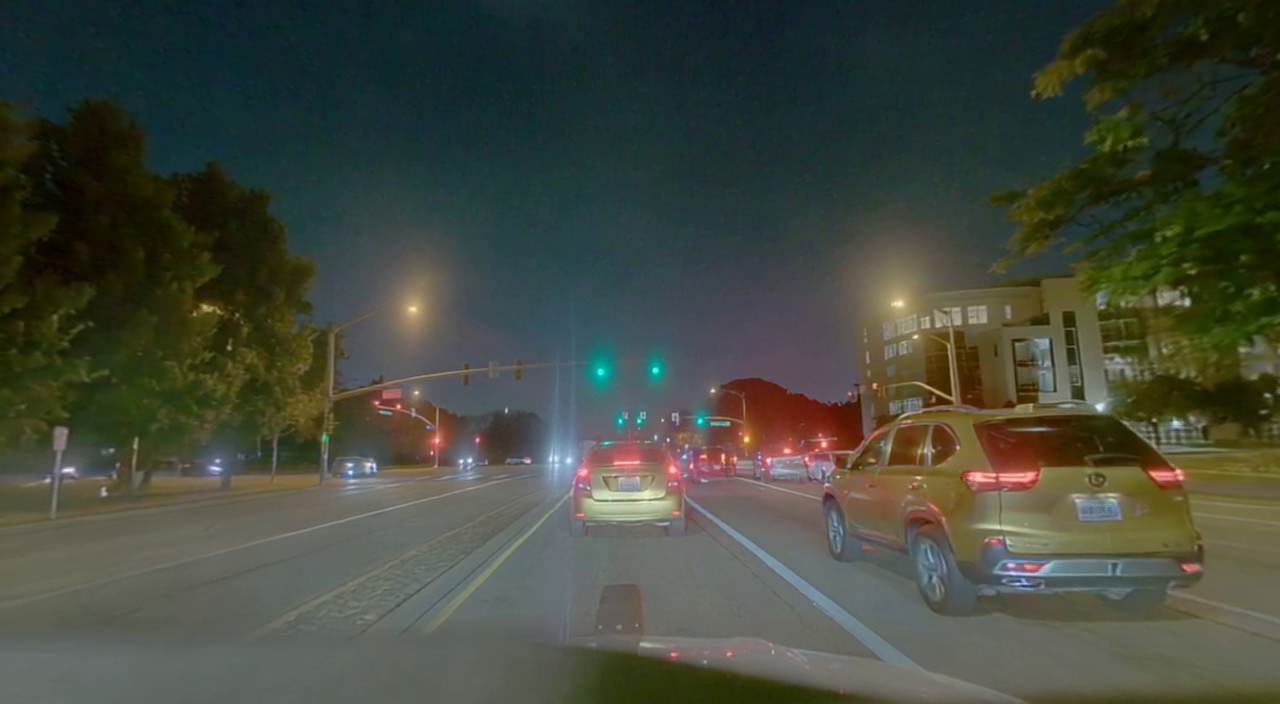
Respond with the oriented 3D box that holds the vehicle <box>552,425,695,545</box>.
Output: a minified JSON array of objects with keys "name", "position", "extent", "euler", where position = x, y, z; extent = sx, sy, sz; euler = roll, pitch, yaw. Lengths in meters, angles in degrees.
[{"name":"vehicle","position":[-0.284,2.216,11.192],"extent":[2.039,1.698,4.144],"euler":[0,-8,-2]}]

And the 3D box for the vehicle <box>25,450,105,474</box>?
[{"name":"vehicle","position":[-40.512,7.734,44.607],"extent":[1.742,1.526,4.004],"euler":[-1,-8,3]}]

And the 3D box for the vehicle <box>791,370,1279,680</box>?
[{"name":"vehicle","position":[3.139,1.328,5.970],"extent":[2.228,1.798,4.370],"euler":[0,-8,-2]}]

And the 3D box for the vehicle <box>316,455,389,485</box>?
[{"name":"vehicle","position":[-20.641,8.410,45.330],"extent":[4.905,1.949,2.354],"euler":[-5,-10,32]}]

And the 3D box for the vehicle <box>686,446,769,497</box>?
[{"name":"vehicle","position":[2.694,3.779,20.484],"extent":[1.900,1.459,4.260],"euler":[0,-8,-3]}]
